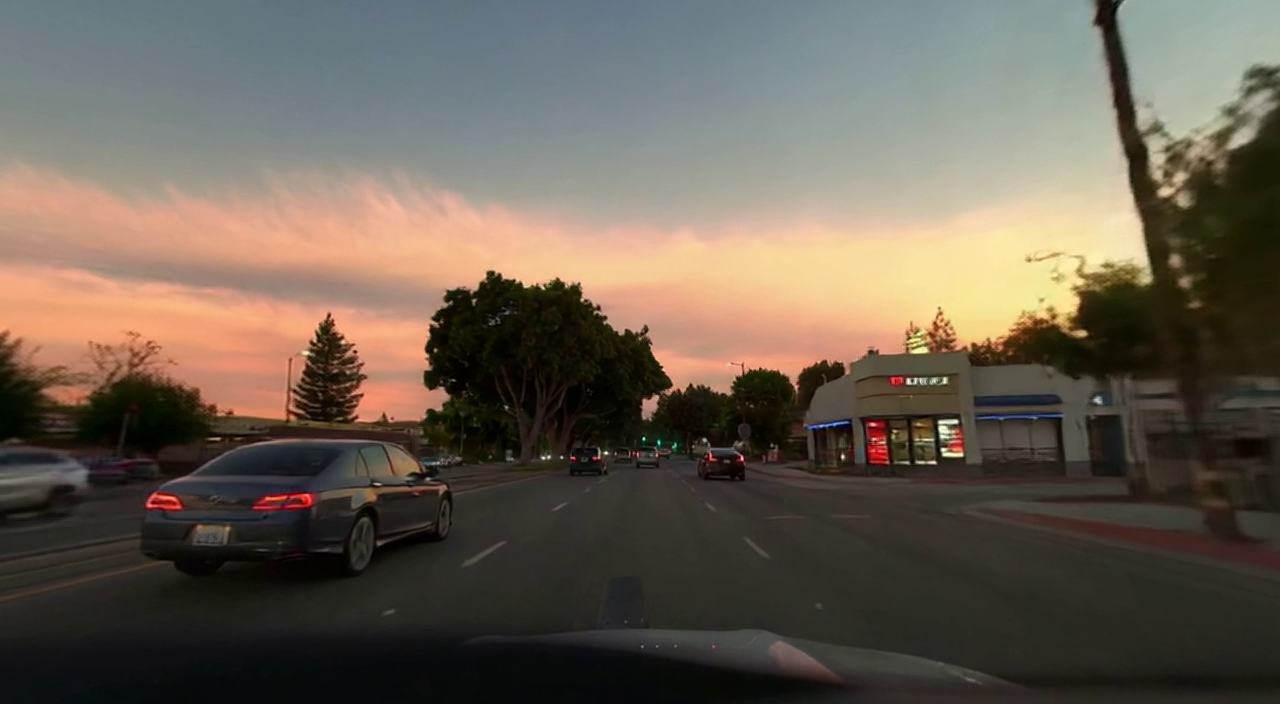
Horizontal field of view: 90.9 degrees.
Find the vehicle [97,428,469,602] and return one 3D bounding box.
[{"bbox_3d":[-3.702,1.754,7.704,1.908,1.481,4.351,0,-9,1],"label":"vehicle"}]

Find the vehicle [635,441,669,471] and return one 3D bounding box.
[{"bbox_3d":[0.781,6.962,42.371,2.193,1.873,4.033,0,-9,1],"label":"vehicle"}]

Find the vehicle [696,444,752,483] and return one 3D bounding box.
[{"bbox_3d":[3.665,4.936,28.158,1.922,1.579,3.642,0,-9,-1],"label":"vehicle"}]

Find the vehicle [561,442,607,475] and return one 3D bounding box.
[{"bbox_3d":[-3.009,5.876,34.868,2.026,1.665,4.193,0,-9,2],"label":"vehicle"}]
